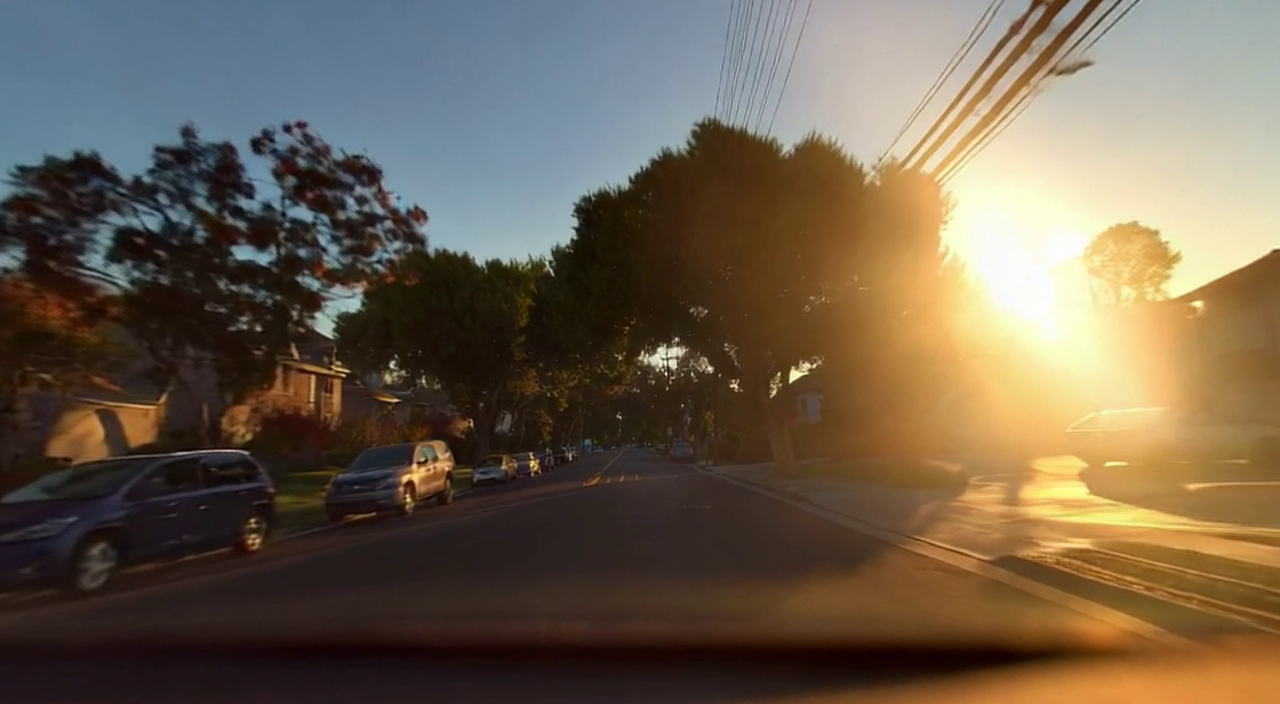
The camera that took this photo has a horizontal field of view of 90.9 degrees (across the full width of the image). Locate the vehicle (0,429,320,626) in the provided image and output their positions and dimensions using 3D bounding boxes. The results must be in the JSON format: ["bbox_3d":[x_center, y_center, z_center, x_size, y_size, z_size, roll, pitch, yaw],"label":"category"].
[{"bbox_3d":[-6.805,2.047,8.576,2.120,1.799,5.370,-1,-9,0],"label":"vehicle"}]

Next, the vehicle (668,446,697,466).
[{"bbox_3d":[3.216,7.934,48.282,1.943,1.469,4.504,0,-9,0],"label":"vehicle"}]

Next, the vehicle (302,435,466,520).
[{"bbox_3d":[-6.866,3.374,17.904,2.144,1.955,6.159,-1,-8,-1],"label":"vehicle"}]

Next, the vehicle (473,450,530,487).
[{"bbox_3d":[-7.008,5.930,32.380,1.852,1.510,4.812,-3,-7,-1],"label":"vehicle"}]
